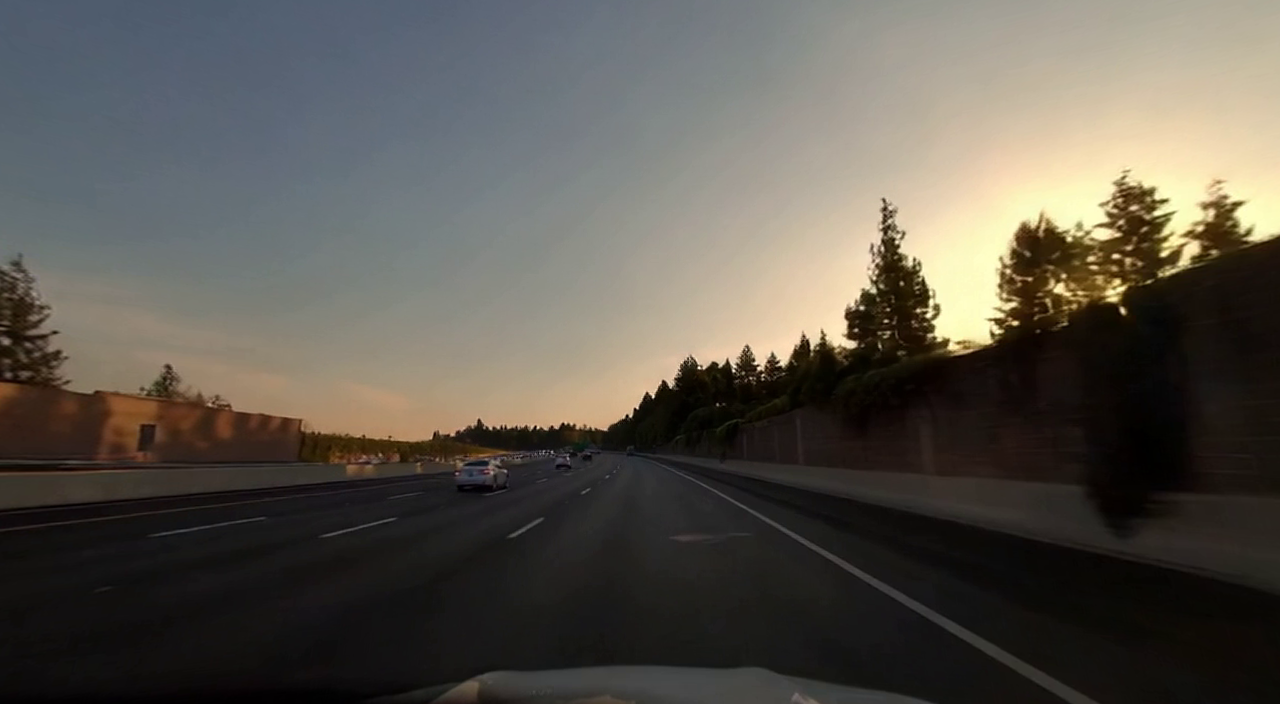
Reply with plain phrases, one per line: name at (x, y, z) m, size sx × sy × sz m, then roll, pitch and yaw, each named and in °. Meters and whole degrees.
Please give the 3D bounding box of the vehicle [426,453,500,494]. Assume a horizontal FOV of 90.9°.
vehicle at (-6.896, 4.749, 24.884) m, size 1.782 × 1.441 × 3.751 m, roll 0°, pitch -9°, yaw 1°
